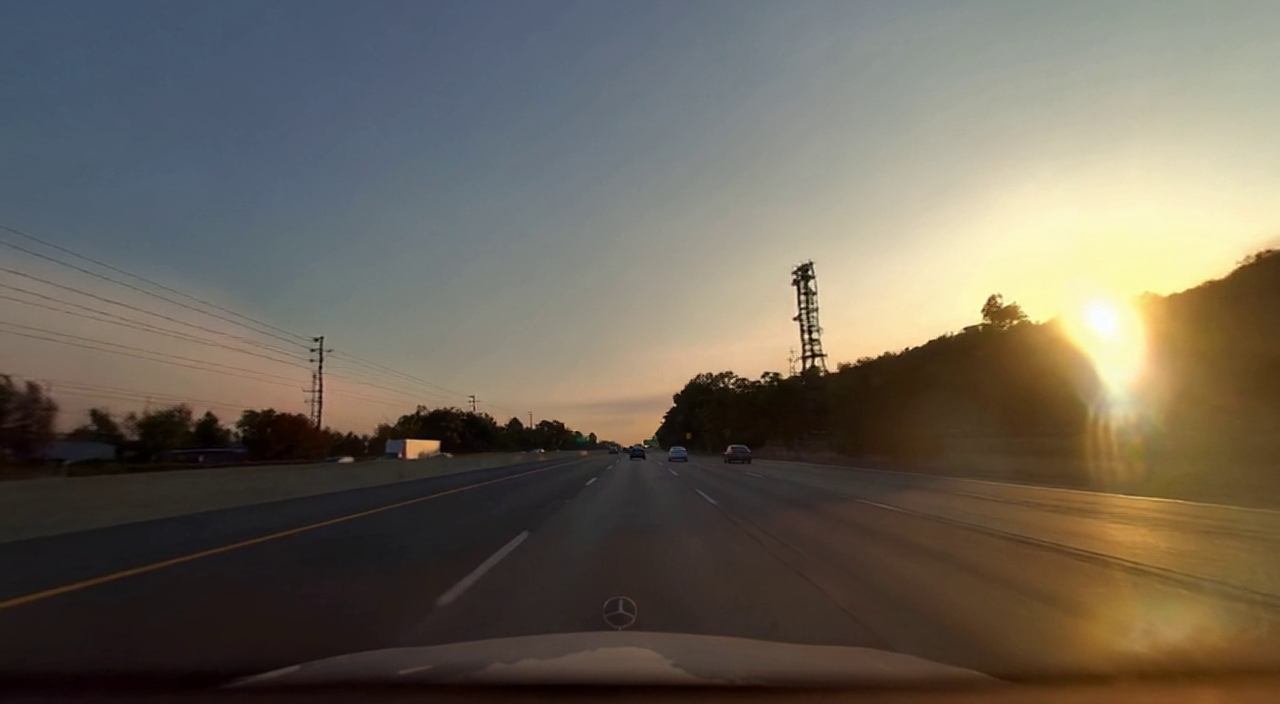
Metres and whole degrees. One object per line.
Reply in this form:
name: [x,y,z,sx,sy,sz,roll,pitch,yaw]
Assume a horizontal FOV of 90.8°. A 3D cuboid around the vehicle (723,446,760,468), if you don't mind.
vehicle: [7.113,7.402,44.721,1.817,1.440,4.075,0,-9,-1]
